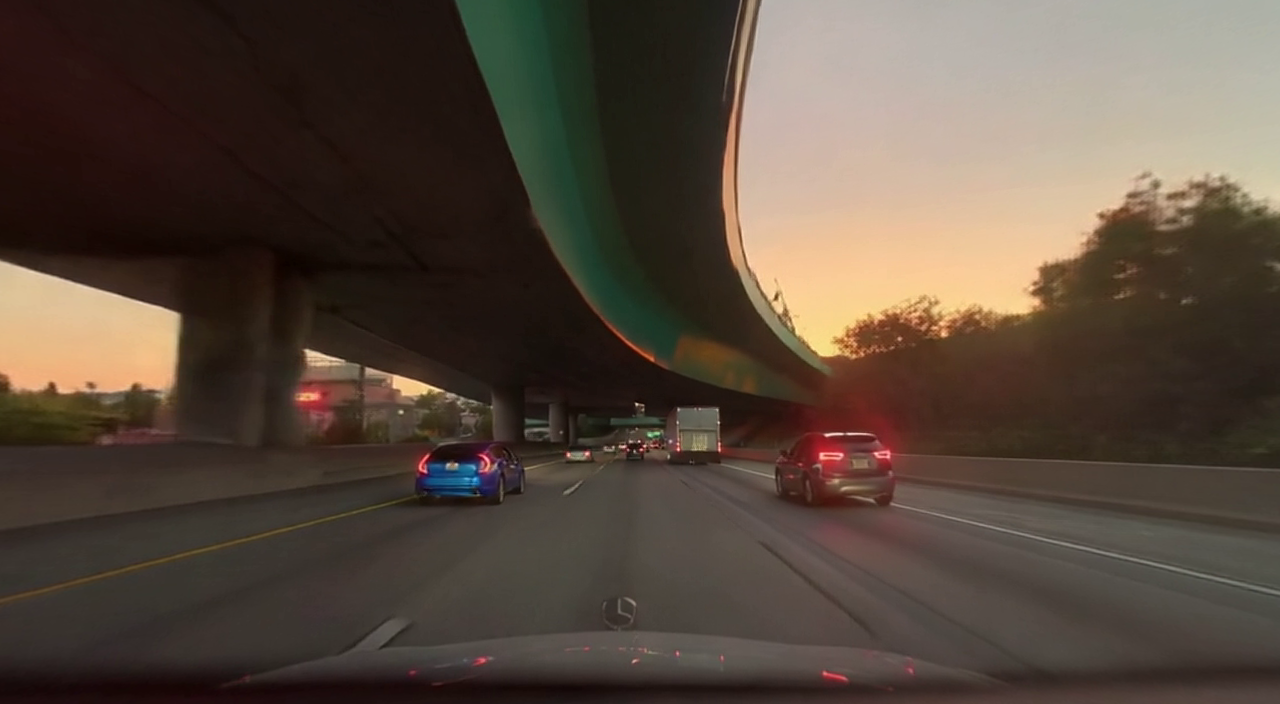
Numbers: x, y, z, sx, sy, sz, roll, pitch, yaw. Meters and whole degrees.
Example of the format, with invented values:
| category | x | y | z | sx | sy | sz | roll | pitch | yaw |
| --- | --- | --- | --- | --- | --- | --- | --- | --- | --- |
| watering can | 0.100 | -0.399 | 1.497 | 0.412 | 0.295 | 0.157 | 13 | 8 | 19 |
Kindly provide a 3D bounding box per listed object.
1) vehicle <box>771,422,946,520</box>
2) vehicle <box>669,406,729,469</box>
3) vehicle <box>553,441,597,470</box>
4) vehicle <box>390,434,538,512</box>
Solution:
| category | x | y | z | sx | sy | sz | roll | pitch | yaw |
| --- | --- | --- | --- | --- | --- | --- | --- | --- | --- |
| vehicle | 4.134 | 2.306 | 12.740 | 2.001 | 1.625 | 4.088 | 0 | -8 | -1 |
| vehicle | 3.669 | 5.769 | 42.072 | 2.824 | 3.585 | 11.410 | -1 | -8 | -1 |
| vehicle | -3.565 | 5.757 | 35.096 | 2.064 | 1.479 | 4.370 | 0 | -8 | -1 |
| vehicle | -3.794 | 2.683 | 14.534 | 2.122 | 1.486 | 4.532 | -1 | -8 | 0 |
